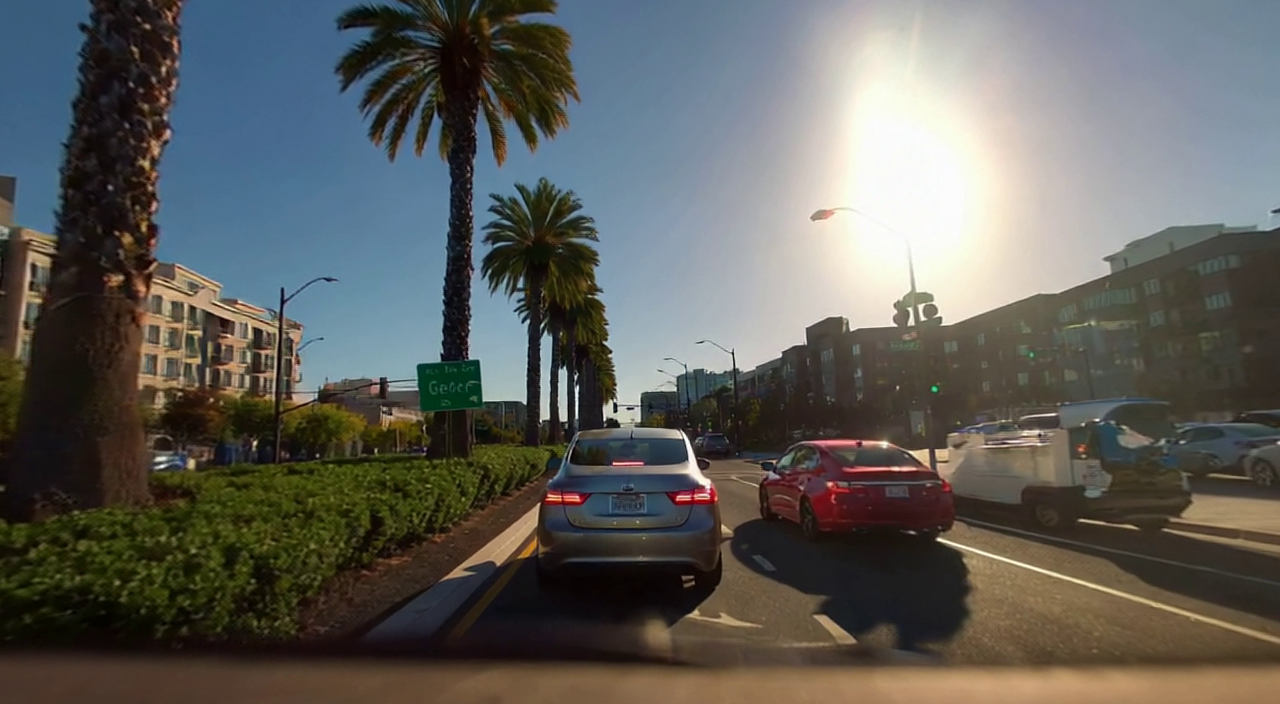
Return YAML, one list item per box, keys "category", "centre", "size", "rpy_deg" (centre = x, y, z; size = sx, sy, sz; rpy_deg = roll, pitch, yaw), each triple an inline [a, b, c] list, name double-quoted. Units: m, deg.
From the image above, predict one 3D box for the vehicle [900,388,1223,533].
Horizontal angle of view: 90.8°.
- category: "vehicle"
  centre: [7.208, 1.968, 11.920]
  size: [2.254, 2.072, 5.577]
  rpy_deg: [0, -8, 1]

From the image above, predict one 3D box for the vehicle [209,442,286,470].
- category: "vehicle"
  centre: [-28.299, 7.479, 45.810]
  size: [2.115, 1.884, 5.481]
  rpy_deg: [0, -8, -1]

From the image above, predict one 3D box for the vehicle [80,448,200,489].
- category: "vehicle"
  centre: [-20.404, 4.748, 26.014]
  size: [1.764, 1.510, 3.827]
  rpy_deg: [0, -8, 0]

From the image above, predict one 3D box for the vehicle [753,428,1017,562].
- category: "vehicle"
  centre: [3.104, 1.906, 9.224]
  size: [1.925, 1.451, 4.436]
  rpy_deg: [0, -8, -2]

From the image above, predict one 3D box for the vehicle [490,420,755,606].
- category: "vehicle"
  centre: [-0.155, 1.610, 7.195]
  size: [2.158, 1.498, 3.919]
  rpy_deg: [0, -8, 0]
